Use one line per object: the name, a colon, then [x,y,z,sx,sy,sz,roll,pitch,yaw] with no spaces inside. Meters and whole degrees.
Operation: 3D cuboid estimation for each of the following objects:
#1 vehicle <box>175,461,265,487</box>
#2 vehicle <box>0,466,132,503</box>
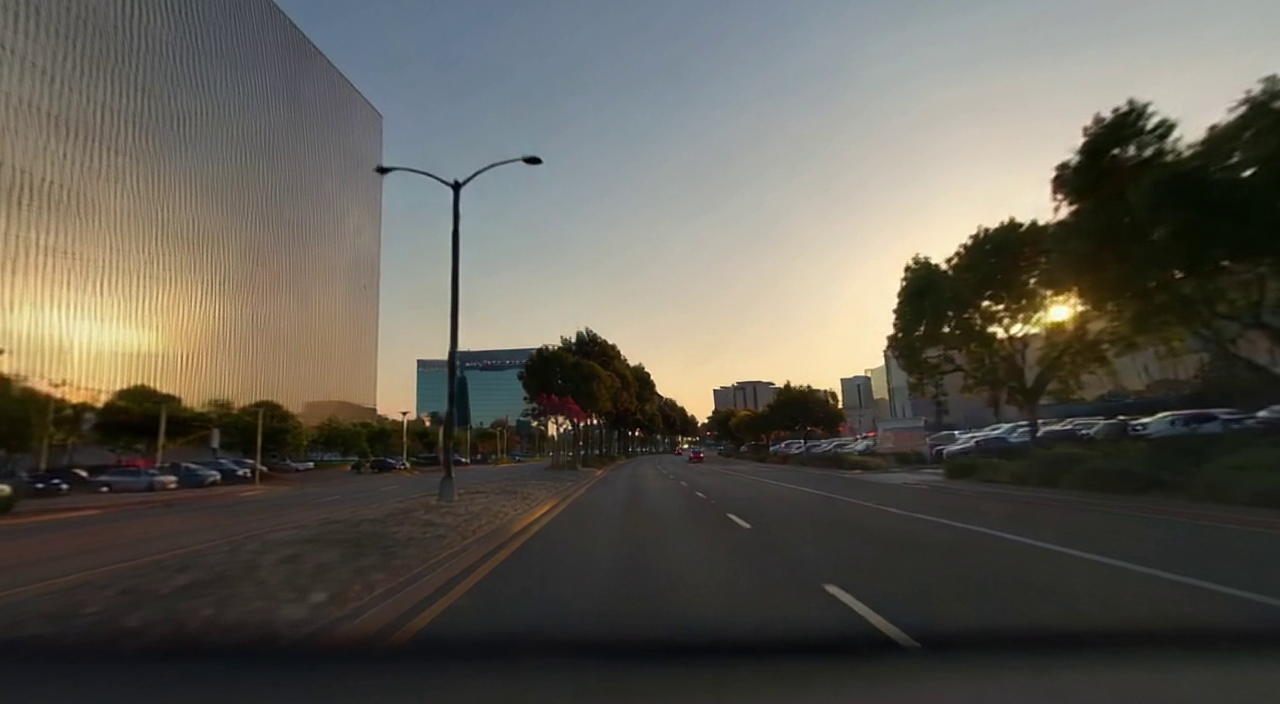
vehicle: [-26.510,7.702,40.064,4.405,1.469,2.047,4,-10,-25]
vehicle: [-26.174,5.947,28.538,4.617,1.434,1.972,4,-10,-29]
